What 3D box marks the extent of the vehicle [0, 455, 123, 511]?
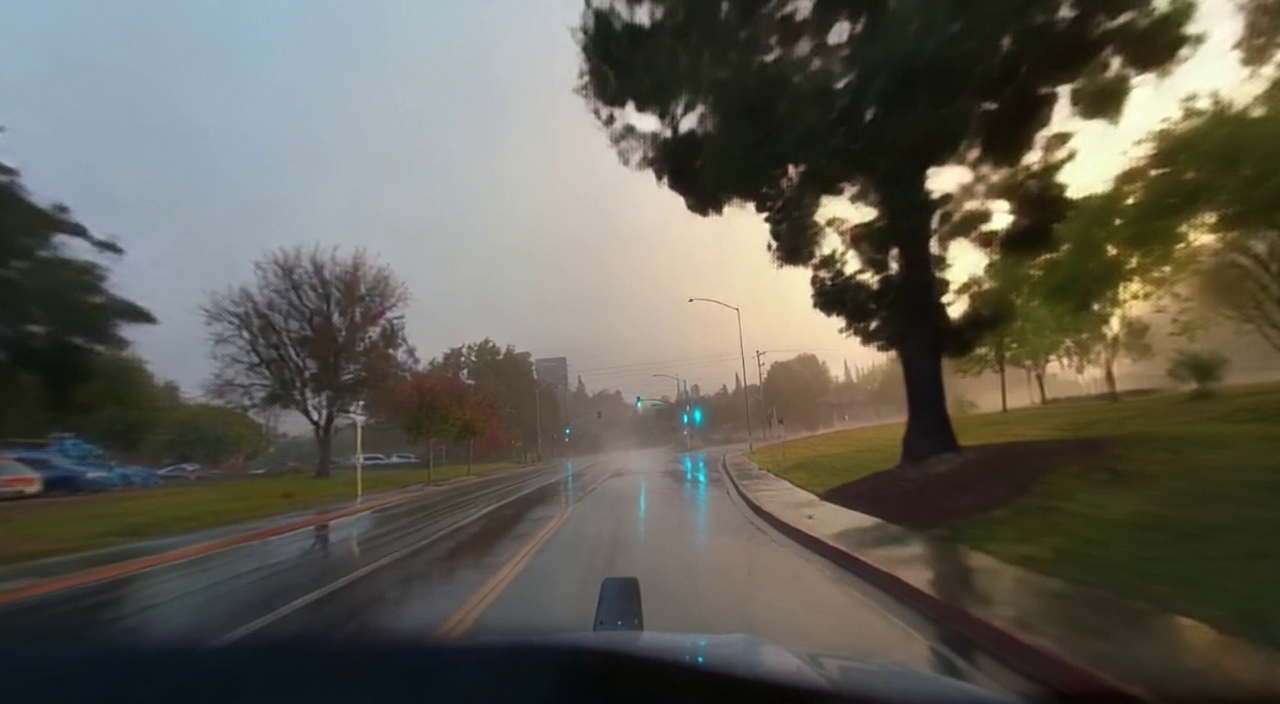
[{"bbox_3d":[-20.748,4.498,21.636,4.344,1.640,2.016,5,-11,-43],"label":"vehicle"}]
